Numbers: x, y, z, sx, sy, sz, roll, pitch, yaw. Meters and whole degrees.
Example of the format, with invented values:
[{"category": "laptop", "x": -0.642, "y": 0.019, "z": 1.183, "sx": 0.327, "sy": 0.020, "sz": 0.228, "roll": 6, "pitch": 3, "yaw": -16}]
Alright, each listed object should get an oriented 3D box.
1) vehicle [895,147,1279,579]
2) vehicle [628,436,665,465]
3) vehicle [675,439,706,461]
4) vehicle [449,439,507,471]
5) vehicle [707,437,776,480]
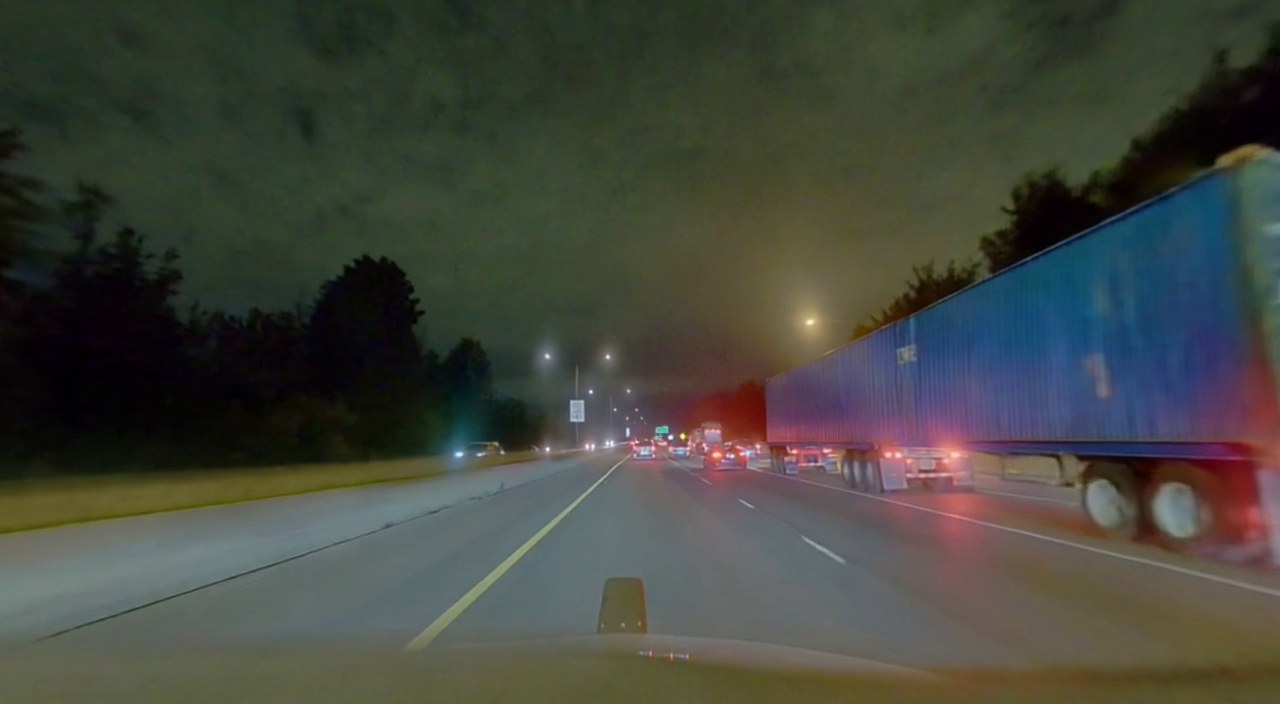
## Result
[{"category": "vehicle", "x": 7.406, "y": 0.696, "z": 9.952, "sx": 2.784, "sy": 4.002, "sz": 9.298, "roll": 0, "pitch": -8, "yaw": 0}, {"category": "vehicle", "x": 0.431, "y": 6.418, "z": 41.056, "sx": 2.313, "sy": 1.736, "sz": 4.215, "roll": 0, "pitch": -8, "yaw": 1}, {"category": "vehicle", "x": 3.932, "y": 7.755, "z": 49.727, "sx": 2.084, "sy": 1.668, "sz": 4.511, "roll": 0, "pitch": -8, "yaw": 0}, {"category": "vehicle", "x": -9.618, "y": 6.112, "z": 37.605, "sx": 2.121, "sy": 1.775, "sz": 4.656, "roll": 0, "pitch": -8, "yaw": 2}, {"category": "vehicle", "x": 3.851, "y": 4.135, "z": 24.639, "sx": 1.888, "sy": 1.501, "sz": 4.608, "roll": 0, "pitch": -8, "yaw": 0}]
